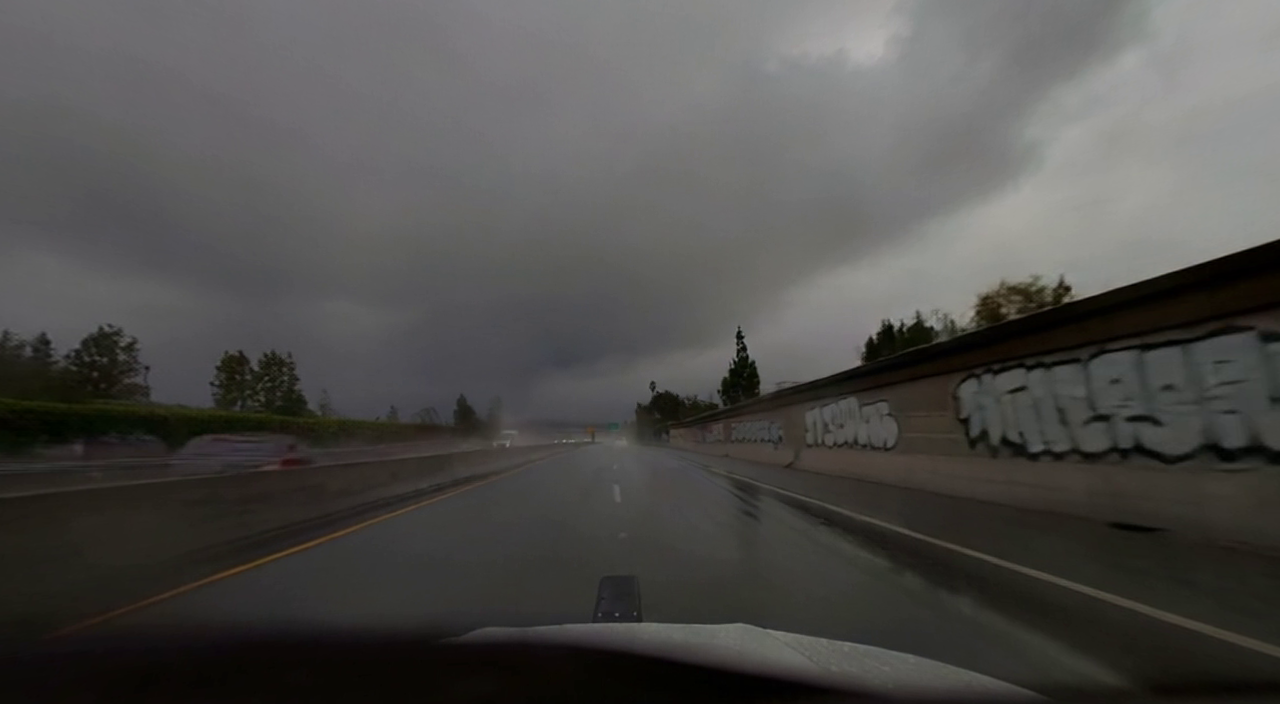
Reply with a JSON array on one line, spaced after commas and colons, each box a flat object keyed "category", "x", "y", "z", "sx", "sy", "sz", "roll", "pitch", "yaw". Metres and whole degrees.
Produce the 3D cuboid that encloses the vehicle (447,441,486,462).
[{"category": "vehicle", "x": -12.837, "y": 7.353, "z": 46.811, "sx": 1.843, "sy": 1.466, "sz": 4.582, "roll": 0, "pitch": -8, "yaw": -3}]
